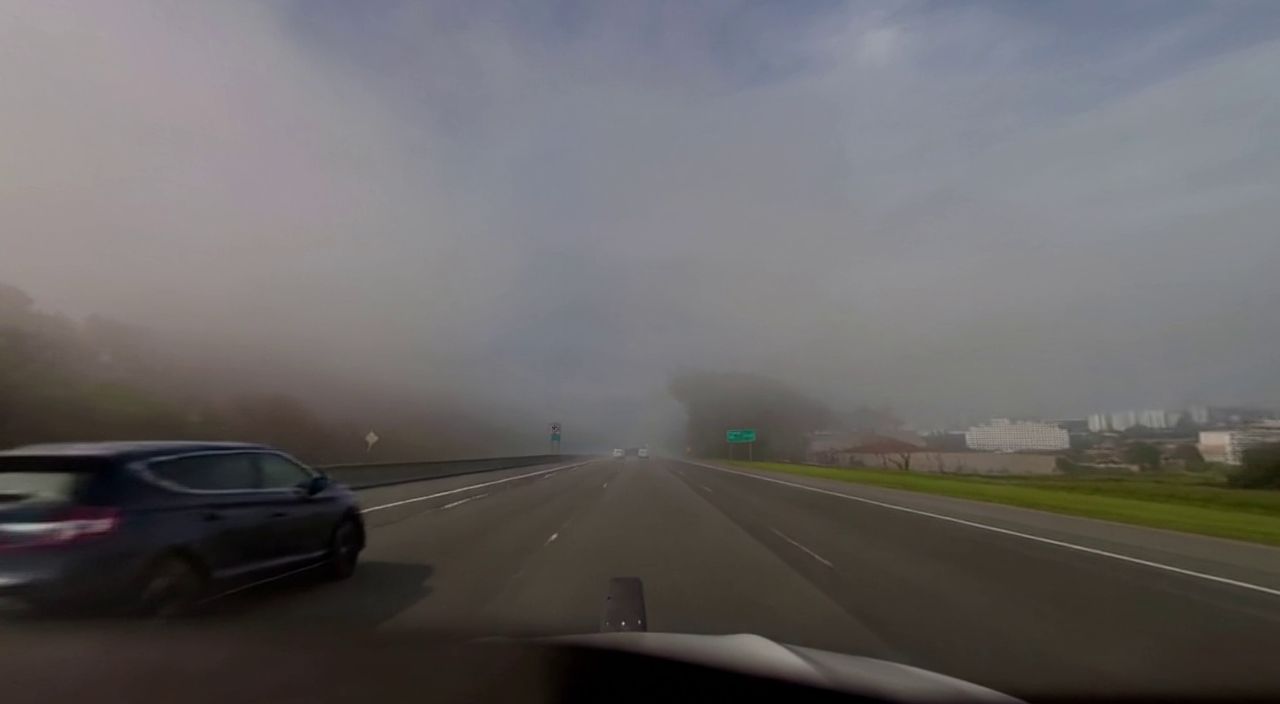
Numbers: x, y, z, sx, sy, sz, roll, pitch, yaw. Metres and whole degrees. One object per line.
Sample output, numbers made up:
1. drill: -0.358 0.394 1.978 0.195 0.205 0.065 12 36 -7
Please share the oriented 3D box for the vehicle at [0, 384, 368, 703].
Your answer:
1. vehicle: -3.903 1.216 4.644 1.965 1.556 3.971 0 -9 1
